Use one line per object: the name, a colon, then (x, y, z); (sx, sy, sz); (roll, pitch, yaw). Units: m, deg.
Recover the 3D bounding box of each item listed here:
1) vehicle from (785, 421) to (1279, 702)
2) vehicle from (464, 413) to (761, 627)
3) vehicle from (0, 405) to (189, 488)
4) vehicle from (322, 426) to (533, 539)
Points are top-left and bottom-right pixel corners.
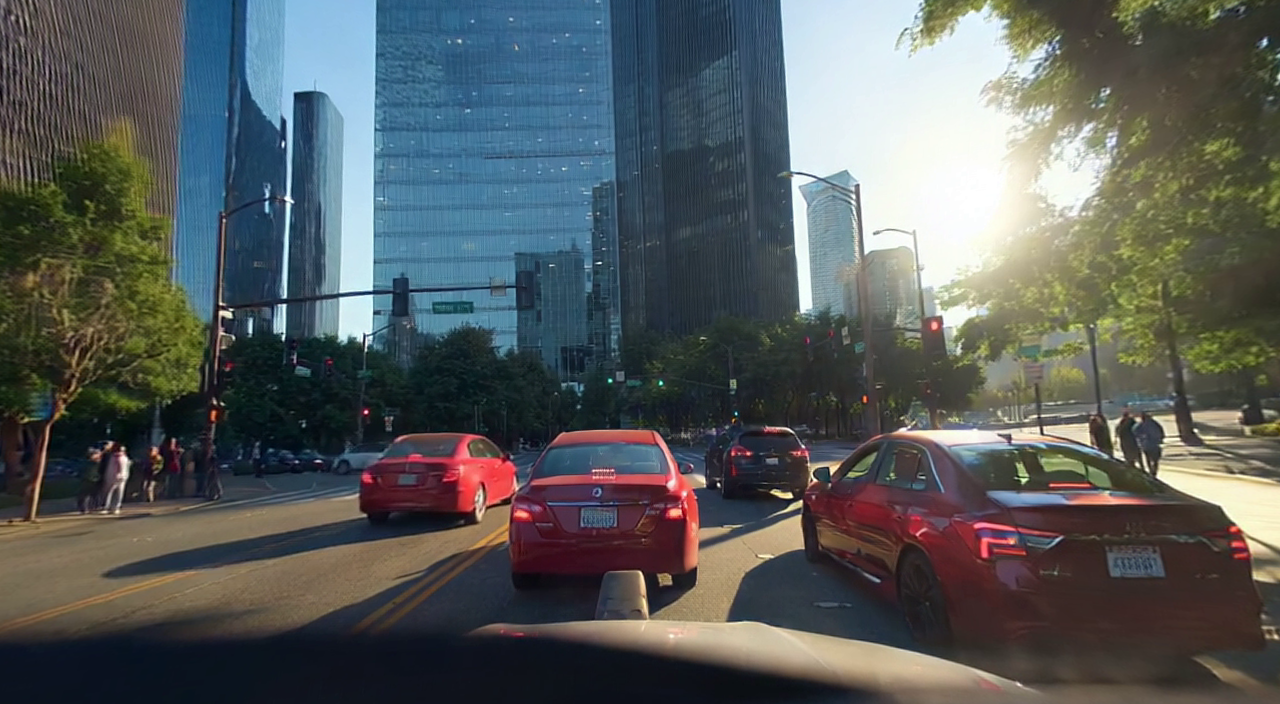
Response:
vehicle: (2.754, 1.411, 5.459); (1.952, 1.464, 4.165); (0, -8, -1)
vehicle: (-0.262, 1.477, 6.504); (2.072, 1.476, 4.078); (0, -8, -2)
vehicle: (-26.499, 4.344, 29.054); (8.989, 3.623, 2.884); (0, -8, 2)
vehicle: (-3.254, 2.082, 10.701); (2.068, 1.513, 4.221); (0, -8, 1)
